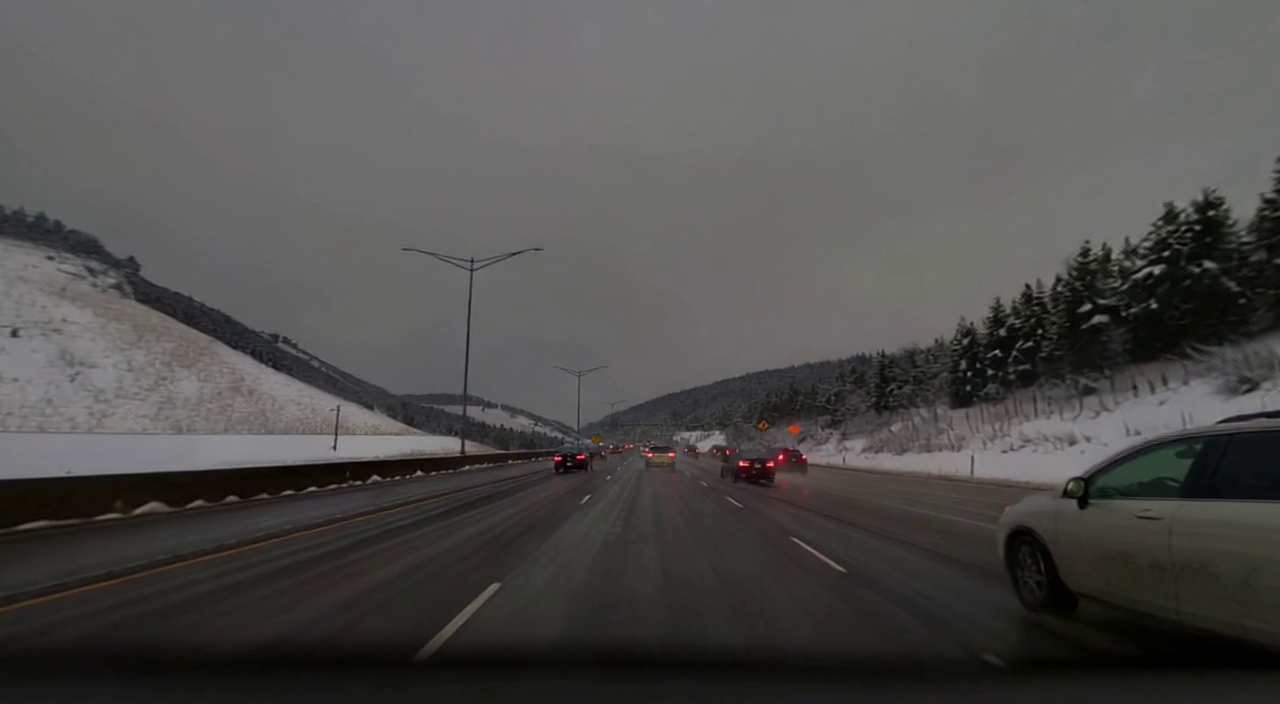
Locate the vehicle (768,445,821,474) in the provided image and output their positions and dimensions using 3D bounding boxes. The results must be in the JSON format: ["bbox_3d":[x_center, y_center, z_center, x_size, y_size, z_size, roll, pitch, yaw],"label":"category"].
[{"bbox_3d":[8.395,5.848,34.601,1.843,1.505,4.007,0,-8,0],"label":"vehicle"}]

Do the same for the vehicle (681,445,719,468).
[{"bbox_3d":[4.074,7.101,43.195,2.177,1.453,4.205,0,-8,0],"label":"vehicle"}]

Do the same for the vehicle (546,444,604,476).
[{"bbox_3d":[-3.017,5.127,30.232,2.232,1.438,4.163,-1,-8,2],"label":"vehicle"}]

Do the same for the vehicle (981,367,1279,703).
[{"bbox_3d":[3.915,0.926,2.979,2.018,1.670,4.658,0,-8,1],"label":"vehicle"}]

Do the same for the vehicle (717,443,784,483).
[{"bbox_3d":[4.340,4.393,25.320,1.867,1.465,4.093,0,-8,-1],"label":"vehicle"}]

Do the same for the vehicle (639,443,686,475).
[{"bbox_3d":[1.050,5.346,31.779,2.138,1.473,4.392,0,-8,0],"label":"vehicle"}]
